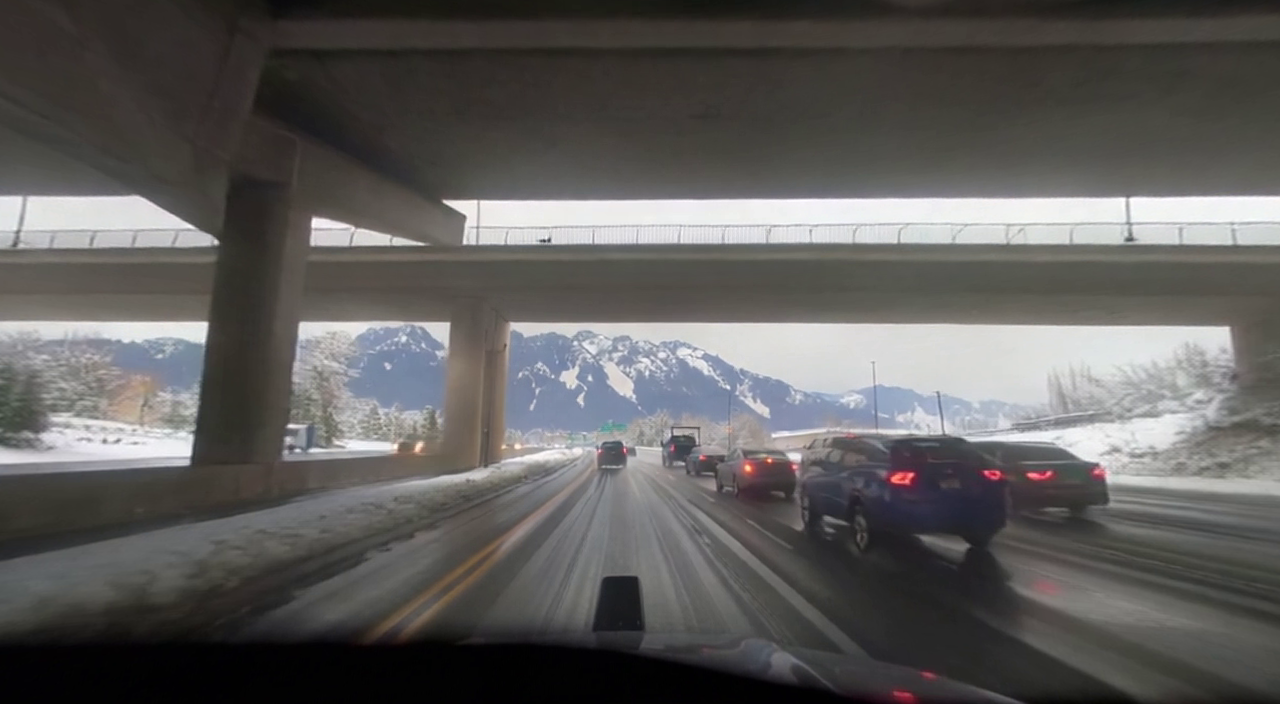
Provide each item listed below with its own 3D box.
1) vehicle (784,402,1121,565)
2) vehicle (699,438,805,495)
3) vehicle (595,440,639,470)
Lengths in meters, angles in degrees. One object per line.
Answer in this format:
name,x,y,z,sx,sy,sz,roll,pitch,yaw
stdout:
vehicle,3.976,1.782,9.414,2.276,1.739,5.040,0,-8,-2
vehicle,3.129,3.315,18.724,2.074,1.455,4.646,0,-8,-3
vehicle,-1.268,5.612,34.715,2.266,1.549,3.978,0,-8,-2
